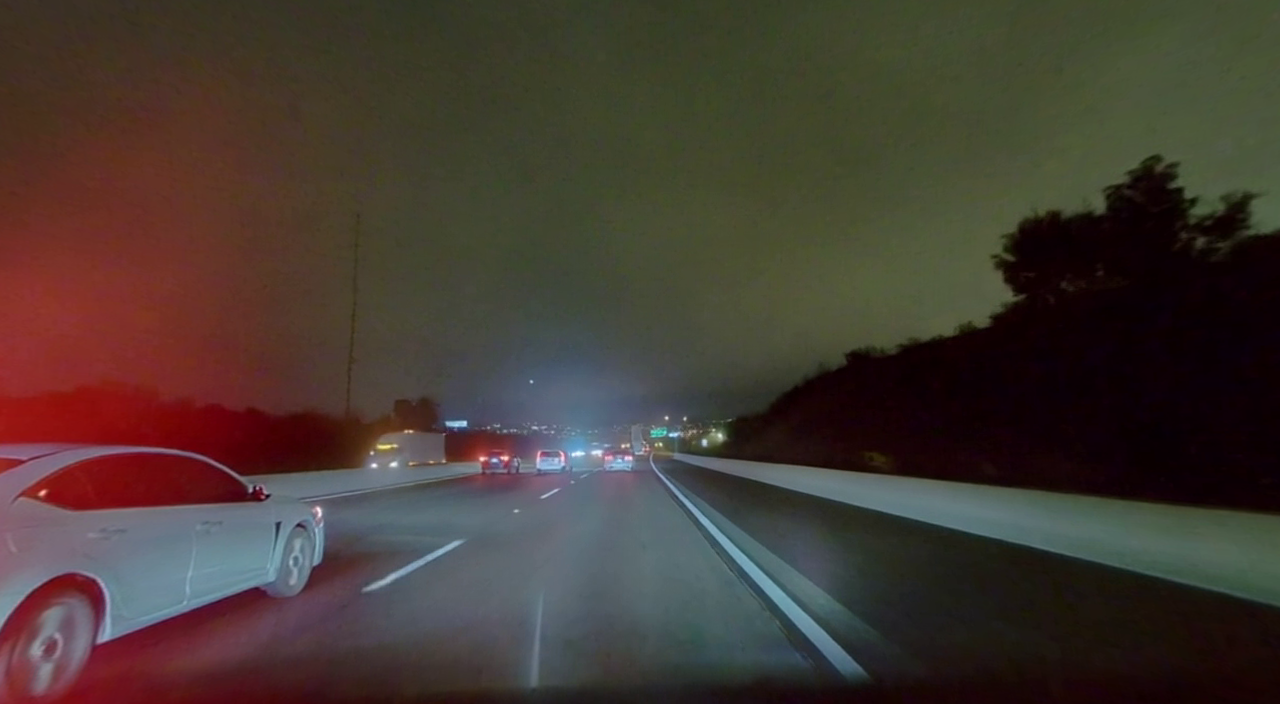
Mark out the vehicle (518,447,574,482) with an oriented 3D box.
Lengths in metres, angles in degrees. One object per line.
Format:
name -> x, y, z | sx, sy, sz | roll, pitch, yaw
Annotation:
vehicle -> -4.271, 5.163, 29.028 | 1.988, 1.477, 4.118 | 0, -9, -1

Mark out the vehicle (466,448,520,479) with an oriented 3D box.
vehicle -> -7.683, 5.845, 33.142 | 1.936, 1.516, 3.904 | 0, -9, 0

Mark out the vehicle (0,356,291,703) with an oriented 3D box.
vehicle -> -3.997, 0.935, 2.944 | 2.074, 1.779, 4.588 | 0, -9, -1

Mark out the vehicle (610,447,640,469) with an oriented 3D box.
vehicle -> -1.073, 7.644, 45.217 | 2.023, 1.479, 3.718 | 0, -9, -1
